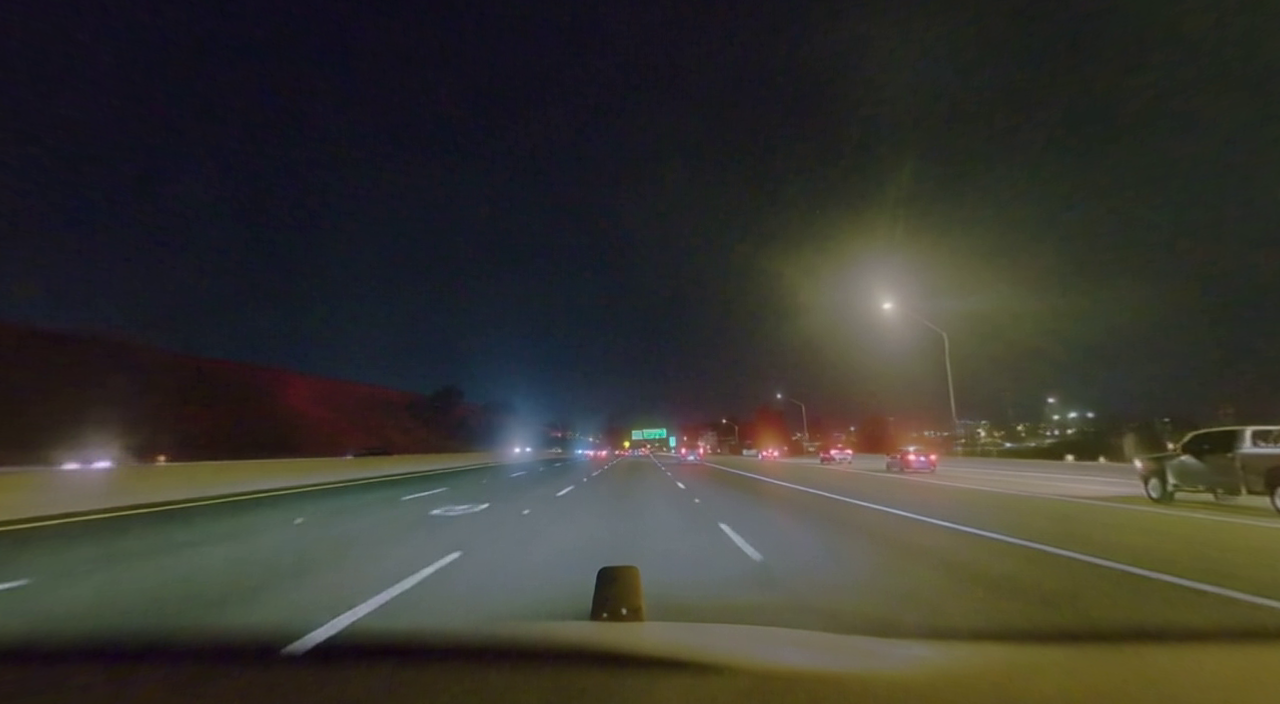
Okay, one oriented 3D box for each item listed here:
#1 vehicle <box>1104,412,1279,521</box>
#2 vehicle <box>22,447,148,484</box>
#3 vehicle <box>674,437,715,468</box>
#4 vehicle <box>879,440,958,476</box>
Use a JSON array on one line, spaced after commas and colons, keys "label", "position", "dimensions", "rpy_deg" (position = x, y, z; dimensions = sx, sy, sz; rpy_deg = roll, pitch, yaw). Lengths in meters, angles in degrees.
[{"label": "vehicle", "position": [14.025, 2.540, 14.130], "dimensions": [2.442, 2.140, 6.462], "rpy_deg": [0, -9, 2]}, {"label": "vehicle", "position": [-25.486, 5.180, 29.136], "dimensions": [1.851, 1.544, 4.348], "rpy_deg": [0, -9, 0]}, {"label": "vehicle", "position": [3.341, 6.316, 39.514], "dimensions": [2.147, 1.794, 4.538], "rpy_deg": [0, -9, -1]}, {"label": "vehicle", "position": [14.746, 5.608, 33.638], "dimensions": [2.116, 1.754, 4.727], "rpy_deg": [0, -9, 1]}]
